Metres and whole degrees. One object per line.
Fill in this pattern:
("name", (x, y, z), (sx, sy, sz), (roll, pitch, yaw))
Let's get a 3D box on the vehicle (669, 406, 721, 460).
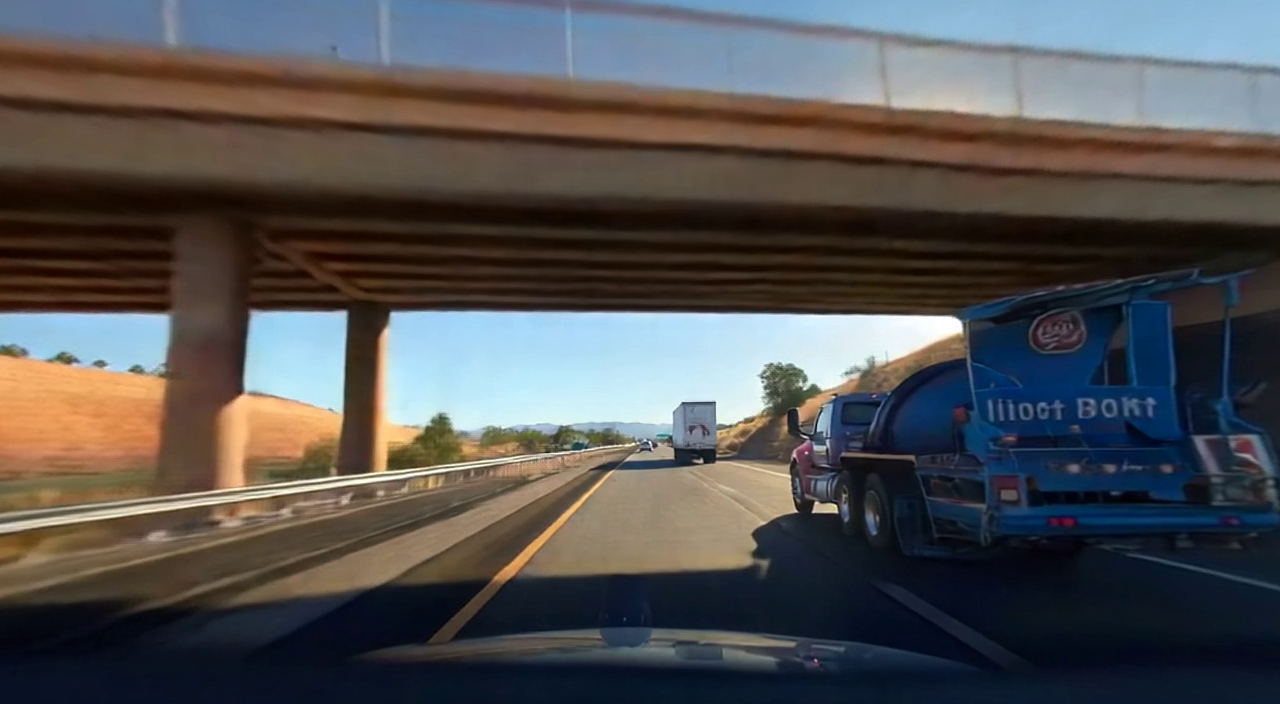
("vehicle", (4.123, 6.471, 49.781), (3.024, 3.834, 10.128), (0, -8, -1))
